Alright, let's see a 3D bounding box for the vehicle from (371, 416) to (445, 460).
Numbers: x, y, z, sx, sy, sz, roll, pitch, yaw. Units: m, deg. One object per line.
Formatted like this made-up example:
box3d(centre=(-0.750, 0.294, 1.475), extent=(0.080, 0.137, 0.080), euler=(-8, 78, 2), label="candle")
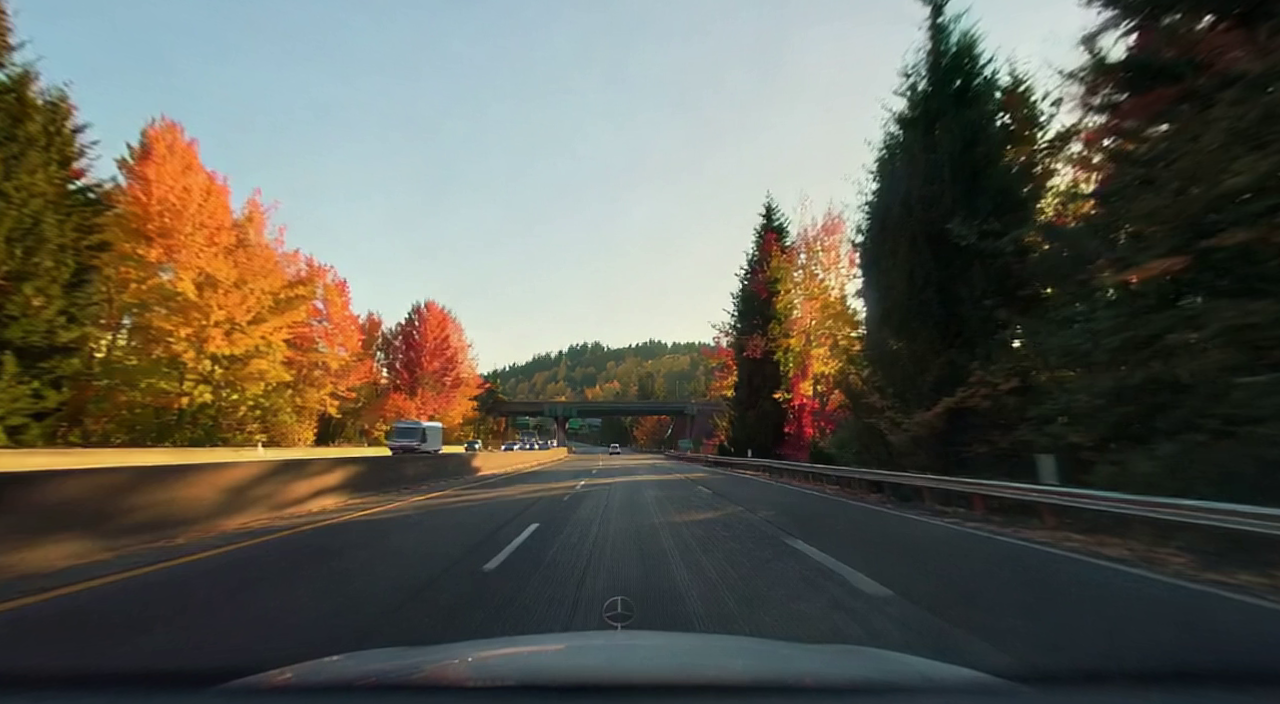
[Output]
box3d(centre=(-13.560, 5.153, 37.100), extent=(2.240, 2.358, 5.859), euler=(0, -9, -1), label="vehicle")
